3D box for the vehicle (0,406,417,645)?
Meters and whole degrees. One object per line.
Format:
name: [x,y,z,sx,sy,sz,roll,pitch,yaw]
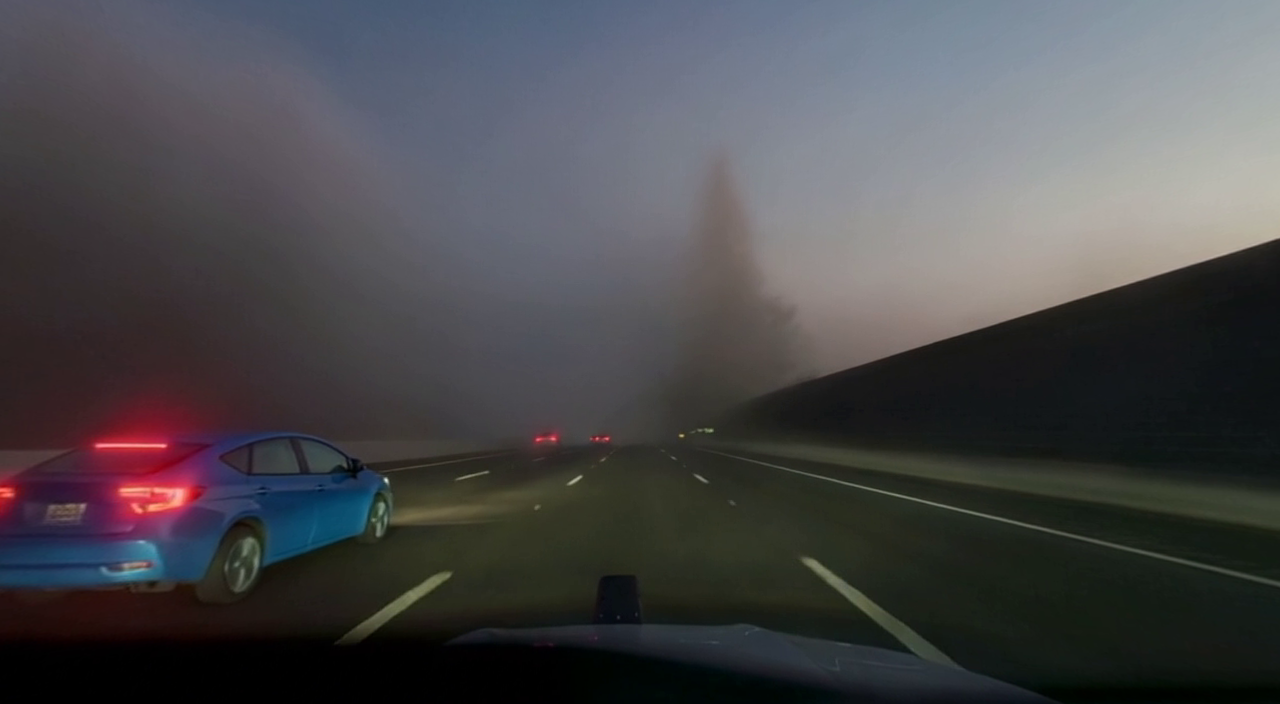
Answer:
vehicle: [-3.921,1.363,6.000,2.079,1.500,3.881,0,-8,1]
